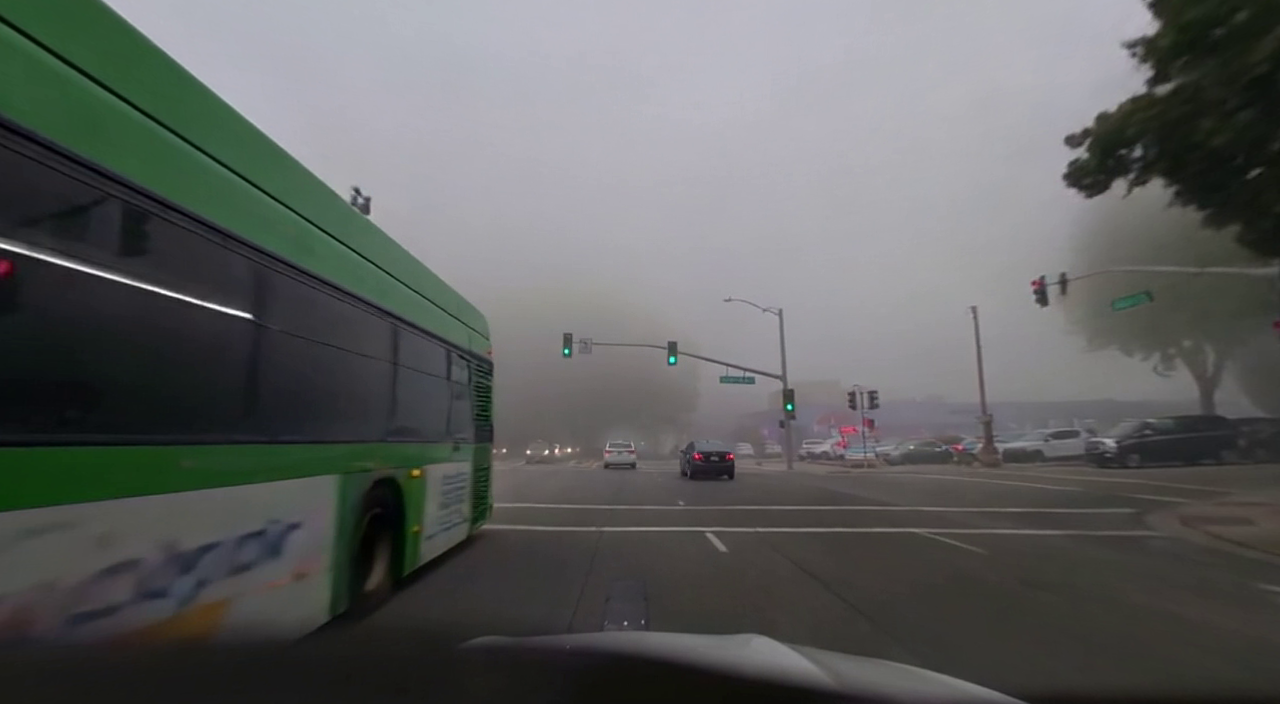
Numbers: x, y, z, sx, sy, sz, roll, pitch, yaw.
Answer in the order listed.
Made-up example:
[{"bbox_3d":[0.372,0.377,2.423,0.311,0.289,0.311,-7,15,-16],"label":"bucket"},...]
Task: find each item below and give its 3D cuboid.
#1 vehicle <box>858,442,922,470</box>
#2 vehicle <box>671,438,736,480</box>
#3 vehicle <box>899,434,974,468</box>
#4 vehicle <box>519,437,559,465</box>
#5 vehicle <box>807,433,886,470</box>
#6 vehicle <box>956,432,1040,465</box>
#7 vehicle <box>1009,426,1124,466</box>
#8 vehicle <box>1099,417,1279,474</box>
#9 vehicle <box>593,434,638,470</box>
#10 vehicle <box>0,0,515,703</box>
[{"bbox_3d":[13.999,5.813,35.555,1.860,1.443,3.772,0,-8,-4],"label":"vehicle"},{"bbox_3d":[2.487,4.325,25.763,2.046,1.540,3.883,1,-8,-3],"label":"vehicle"},{"bbox_3d":[16.823,5.623,36.049,2.020,1.796,4.600,0,-8,-1],"label":"vehicle"},{"bbox_3d":[-6.935,6.766,43.559,2.242,1.740,4.659,-1,-7,-3],"label":"vehicle"},{"bbox_3d":[11.541,5.582,35.647,2.304,1.907,4.844,0,-8,-7],"label":"vehicle"},{"bbox_3d":[20.196,5.480,35.812,2.143,1.731,4.290,0,-8,-1],"label":"vehicle"},{"bbox_3d":[23.809,5.257,35.522,2.384,1.959,5.372,-2,-7,-5],"label":"vehicle"},{"bbox_3d":[21.159,3.523,23.796,5.766,2.002,2.298,0,-8,0],"label":"vehicle"},{"bbox_3d":[-1.316,5.424,34.380,2.301,1.837,4.411,0,-8,-2],"label":"vehicle"},{"bbox_3d":[-3.632,0.157,2.804,3.018,3.217,13.998,0,-8,1],"label":"vehicle"}]
